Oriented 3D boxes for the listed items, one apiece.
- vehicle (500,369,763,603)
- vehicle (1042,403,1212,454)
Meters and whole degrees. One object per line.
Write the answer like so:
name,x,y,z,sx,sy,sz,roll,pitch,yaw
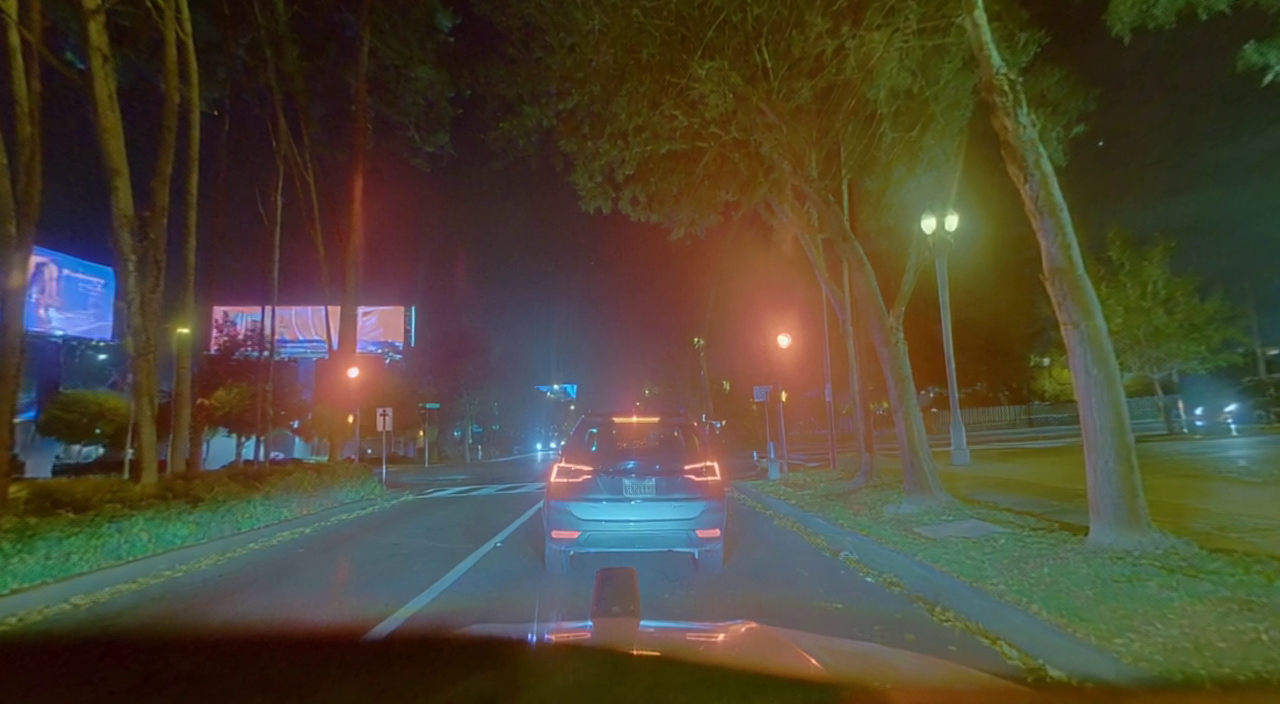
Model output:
vehicle,-0.066,1.364,7.142,2.142,1.904,3.816,-1,-8,0
vehicle,15.263,2.449,19.950,3.750,1.502,1.781,-2,-8,13
